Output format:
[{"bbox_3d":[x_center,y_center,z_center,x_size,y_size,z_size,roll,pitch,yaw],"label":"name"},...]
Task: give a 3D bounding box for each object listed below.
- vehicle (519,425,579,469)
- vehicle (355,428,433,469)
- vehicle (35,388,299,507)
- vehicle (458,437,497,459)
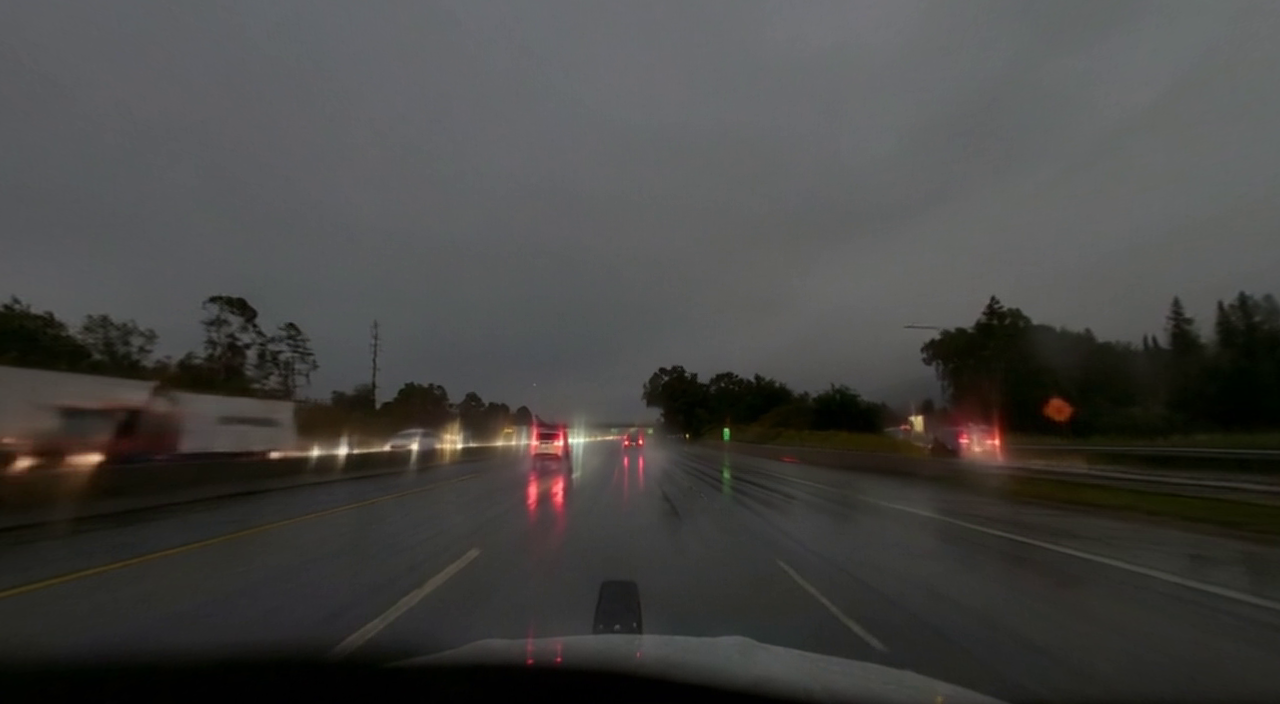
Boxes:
[{"bbox_3d":[-4.144,4.396,29.430,2.115,1.887,4.721,0,-8,0],"label":"vehicle"},{"bbox_3d":[-12.558,4.952,32.516,2.176,1.901,4.882,0,-8,-2],"label":"vehicle"},{"bbox_3d":[-11.647,2.427,16.310,2.420,2.524,5.654,0,-8,0],"label":"vehicle"},{"bbox_3d":[-12.185,7.223,47.478,1.938,1.567,4.376,0,-8,-2],"label":"vehicle"}]
